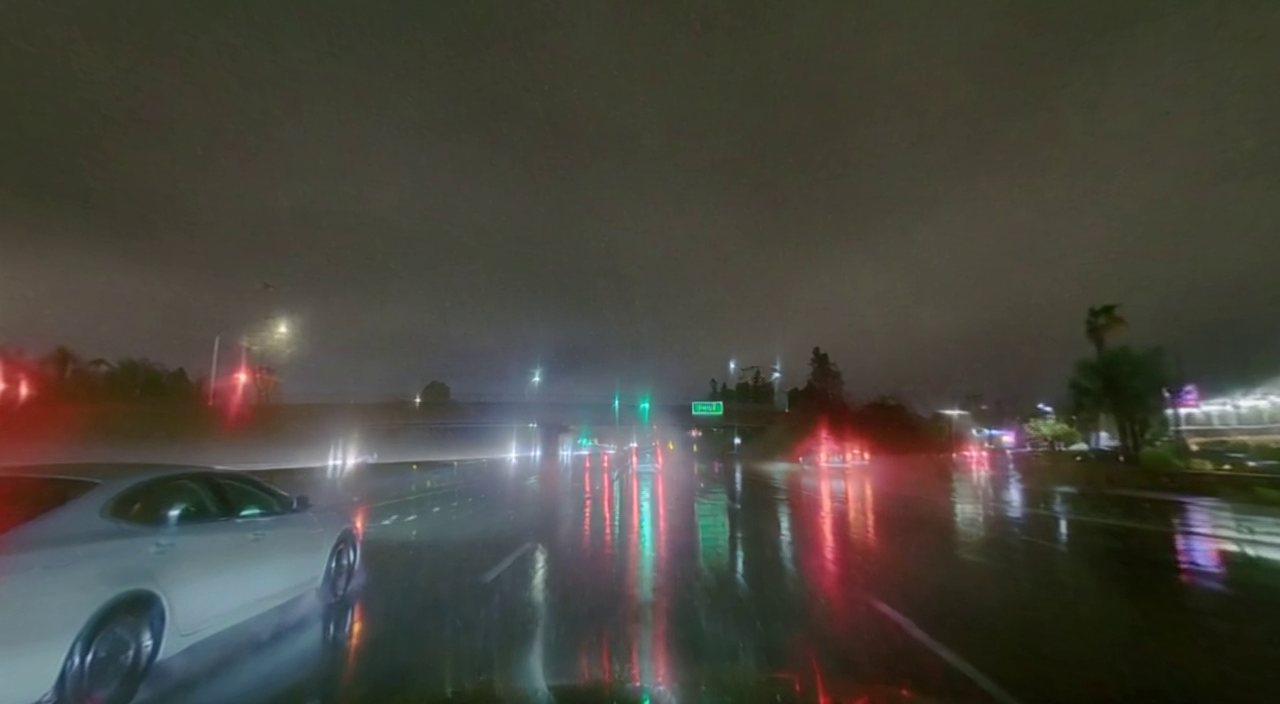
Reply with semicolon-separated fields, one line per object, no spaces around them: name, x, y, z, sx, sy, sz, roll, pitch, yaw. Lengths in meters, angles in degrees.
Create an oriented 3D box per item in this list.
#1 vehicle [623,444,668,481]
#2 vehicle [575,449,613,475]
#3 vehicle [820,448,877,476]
vehicle;0.296;5.481;31.419;2.102;1.692;4.057;0;-9;2
vehicle;-2.993;7.260;41.786;2.071;1.553;4.388;0;-9;2
vehicle;13.939;7.345;42.419;2.246;1.760;4.640;0;-9;0
